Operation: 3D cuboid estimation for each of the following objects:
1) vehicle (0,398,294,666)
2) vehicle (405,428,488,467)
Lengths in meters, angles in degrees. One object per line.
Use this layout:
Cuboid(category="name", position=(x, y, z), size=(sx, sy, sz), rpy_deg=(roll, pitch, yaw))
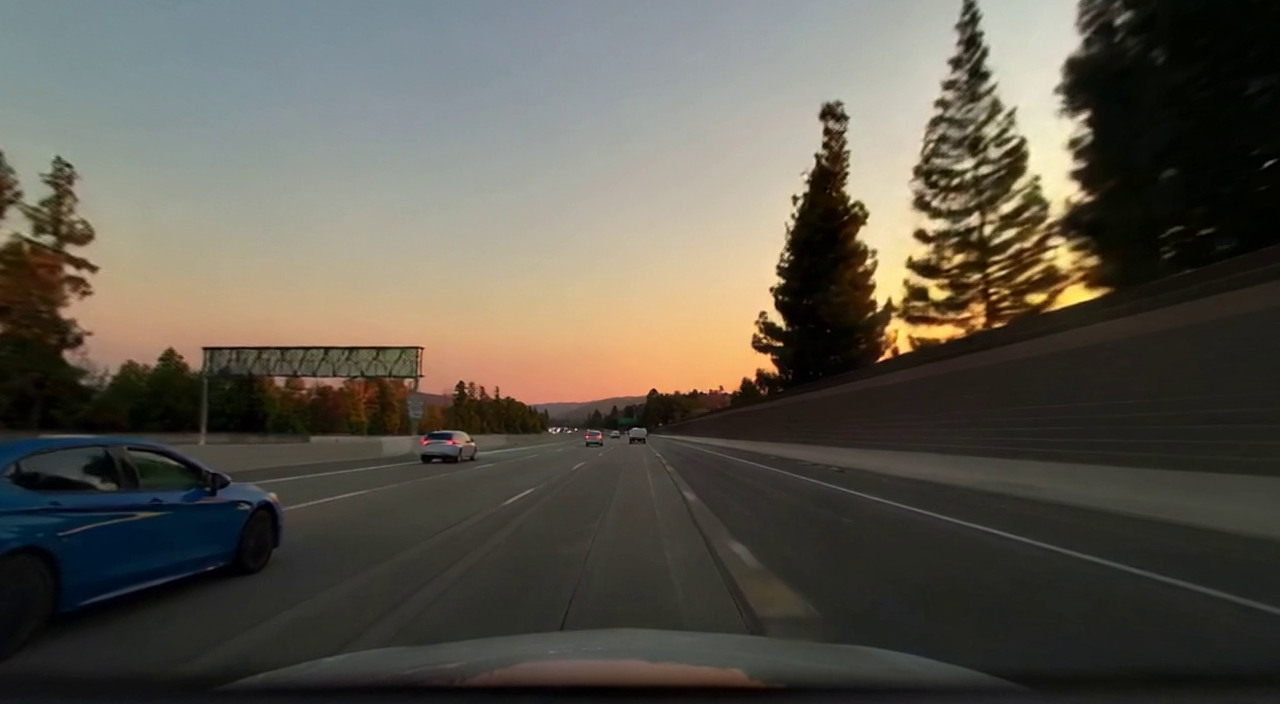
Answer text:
Cuboid(category="vehicle", position=(-4.643, 1.142, 4.485), size=(2.079, 1.500, 3.881), rpy_deg=(0, -8, 1))
Cuboid(category="vehicle", position=(-8.524, 4.244, 28.191), size=(2.053, 1.582, 4.878), rpy_deg=(0, -8, 1))
